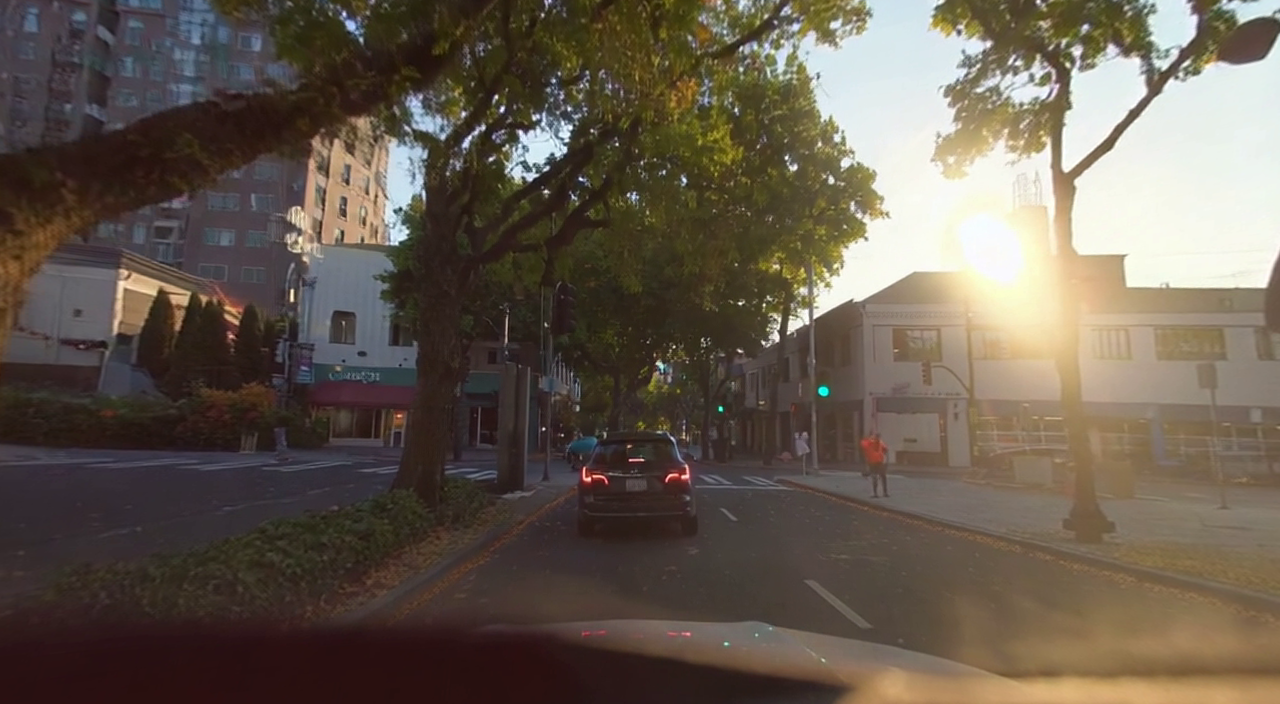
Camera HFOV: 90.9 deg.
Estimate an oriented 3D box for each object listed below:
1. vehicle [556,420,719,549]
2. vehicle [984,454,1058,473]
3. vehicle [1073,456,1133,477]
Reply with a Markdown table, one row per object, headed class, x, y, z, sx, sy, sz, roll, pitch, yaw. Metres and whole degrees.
| class | x | y | z | sx | sy | sz | roll | pitch | yaw |
| --- | --- | --- | --- | --- | --- | --- | --- | --- | --- |
| vehicle | -0.072 | 1.985 | 10.039 | 2.079 | 1.621 | 3.861 | 0 | -9 | -1 |
| vehicle | 29.774 | 8.696 | 49.308 | 4.668 | 1.441 | 1.904 | 1 | -9 | -5 |
| vehicle | 36.251 | 8.971 | 49.404 | 3.445 | 1.363 | 1.608 | 3 | -7 | -1 |
